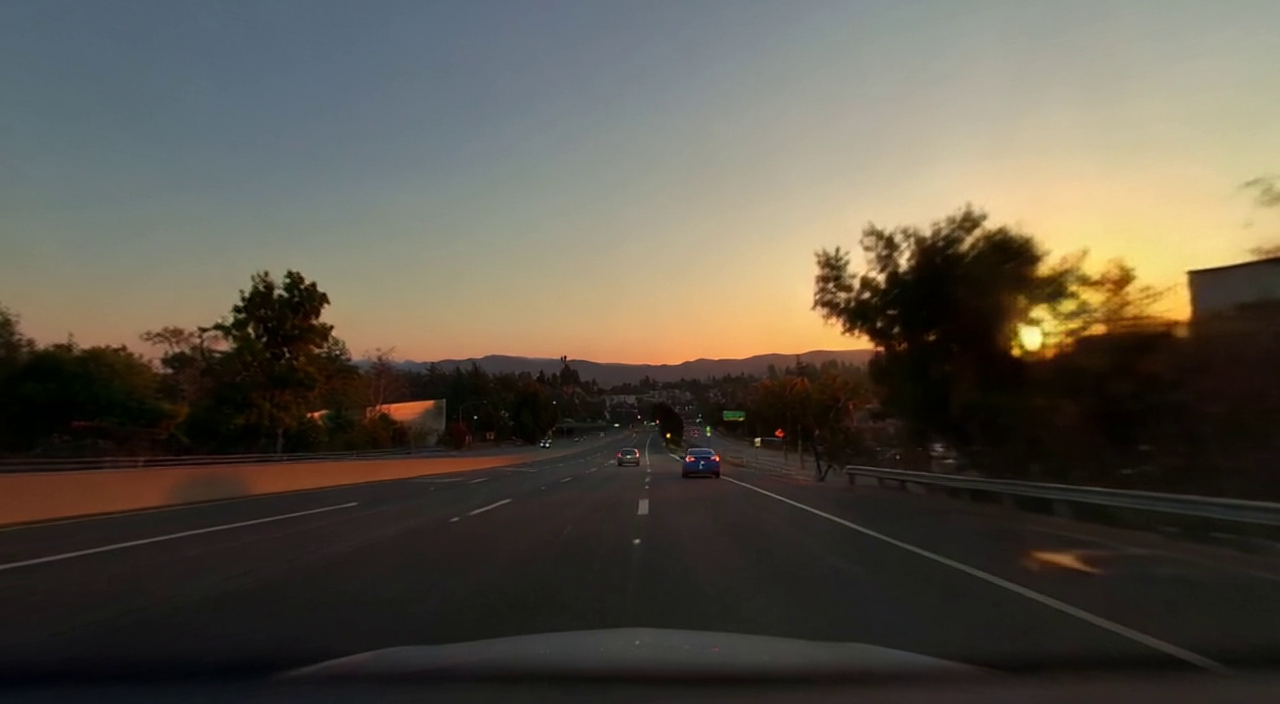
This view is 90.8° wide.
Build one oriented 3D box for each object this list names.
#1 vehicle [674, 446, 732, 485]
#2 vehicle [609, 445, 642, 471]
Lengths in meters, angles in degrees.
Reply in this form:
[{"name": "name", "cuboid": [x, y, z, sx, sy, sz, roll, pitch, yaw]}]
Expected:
[{"name": "vehicle", "cuboid": [2.605, 4.833, 27.389, 2.029, 1.528, 4.644, 0, -9, 0]}, {"name": "vehicle", "cuboid": [-0.984, 7.519, 45.087, 2.127, 1.692, 4.382, 0, -9, 2]}]
